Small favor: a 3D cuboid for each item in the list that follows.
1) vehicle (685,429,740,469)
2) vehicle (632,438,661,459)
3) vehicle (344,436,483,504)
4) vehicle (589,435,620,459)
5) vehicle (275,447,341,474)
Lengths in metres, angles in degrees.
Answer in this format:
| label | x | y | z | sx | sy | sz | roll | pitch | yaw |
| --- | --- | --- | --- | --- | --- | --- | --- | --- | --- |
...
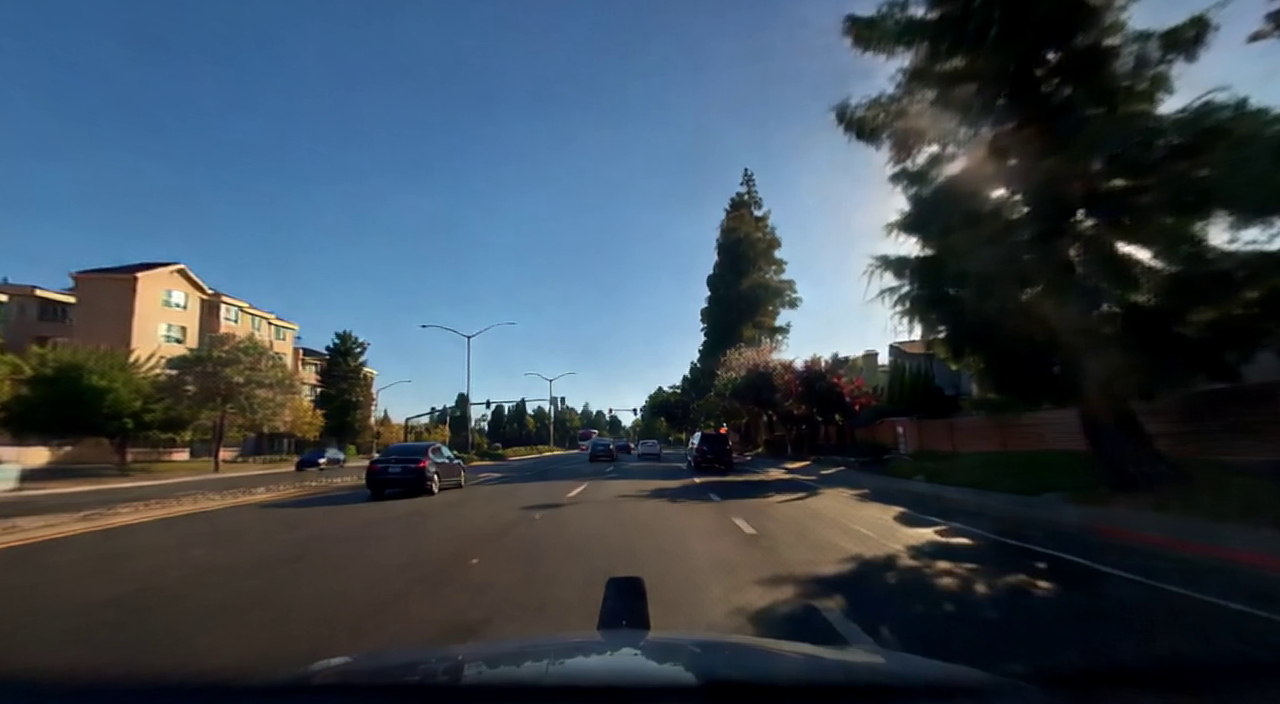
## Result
| label | x | y | z | sx | sy | sz | roll | pitch | yaw |
| --- | --- | --- | --- | --- | --- | --- | --- | --- | --- |
| vehicle | 3.504 | 4.810 | 31.375 | 2.141 | 1.833 | 4.704 | 0 | -8 | -1 |
| vehicle | 0.486 | 6.956 | 45.422 | 2.021 | 1.461 | 3.862 | 0 | -8 | 1 |
| vehicle | -5.537 | 2.926 | 16.086 | 1.926 | 1.465 | 4.620 | 0 | -8 | -1 |
| vehicle | -2.662 | 7.152 | 47.500 | 1.912 | 1.703 | 4.261 | 0 | -8 | 2 |
| vehicle | -19.614 | 6.390 | 37.238 | 1.717 | 1.486 | 4.238 | 0 | -8 | -2 |
